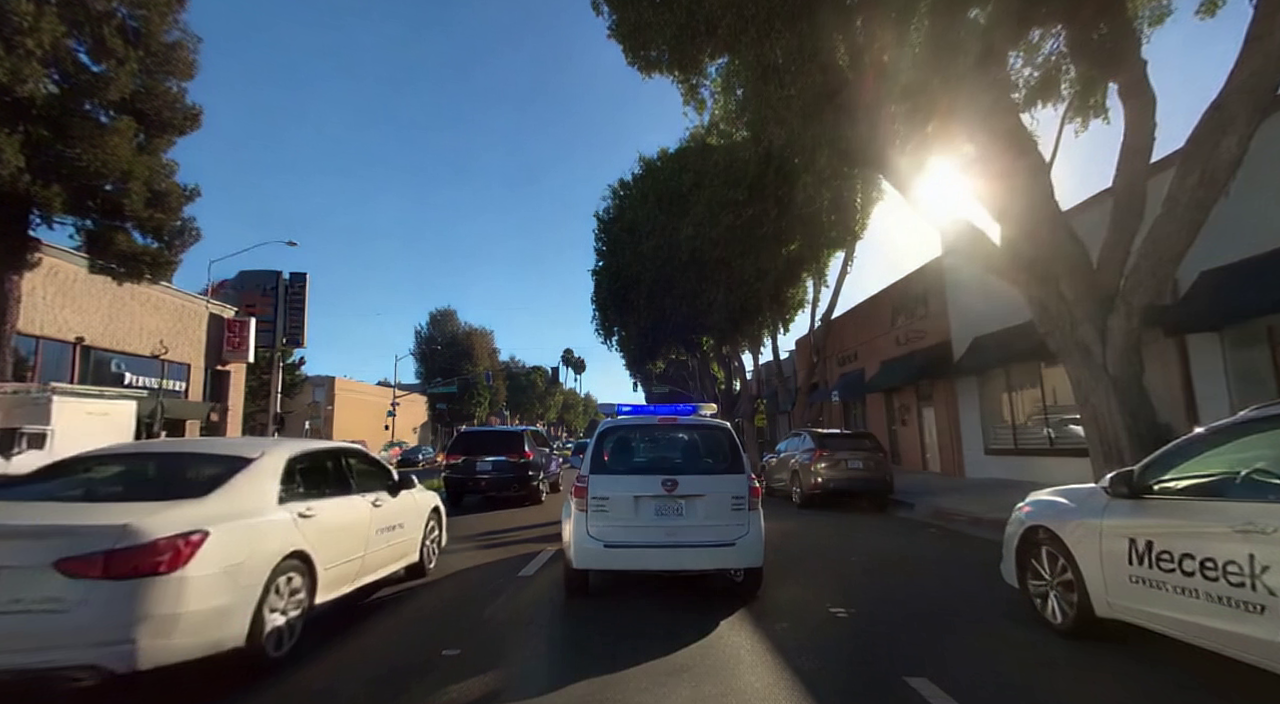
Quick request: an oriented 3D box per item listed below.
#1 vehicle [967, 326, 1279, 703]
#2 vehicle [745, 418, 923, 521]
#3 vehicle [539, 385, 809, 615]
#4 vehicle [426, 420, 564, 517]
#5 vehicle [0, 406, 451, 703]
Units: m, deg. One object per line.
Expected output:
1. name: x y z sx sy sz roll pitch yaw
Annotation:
1. vehicle: 4.034 0.890 3.233 1.987 1.877 5.330 2 -8 2
2. vehicle: 4.058 2.577 14.495 2.038 1.865 5.786 0 -8 -2
3. vehicle: 0.248 1.443 6.966 2.075 1.770 4.018 0 -8 0
4. vehicle: -3.057 2.574 14.418 2.135 1.806 4.514 -1 -8 -1
5. vehicle: -2.967 1.261 4.558 1.908 1.474 4.257 0 -8 -1
